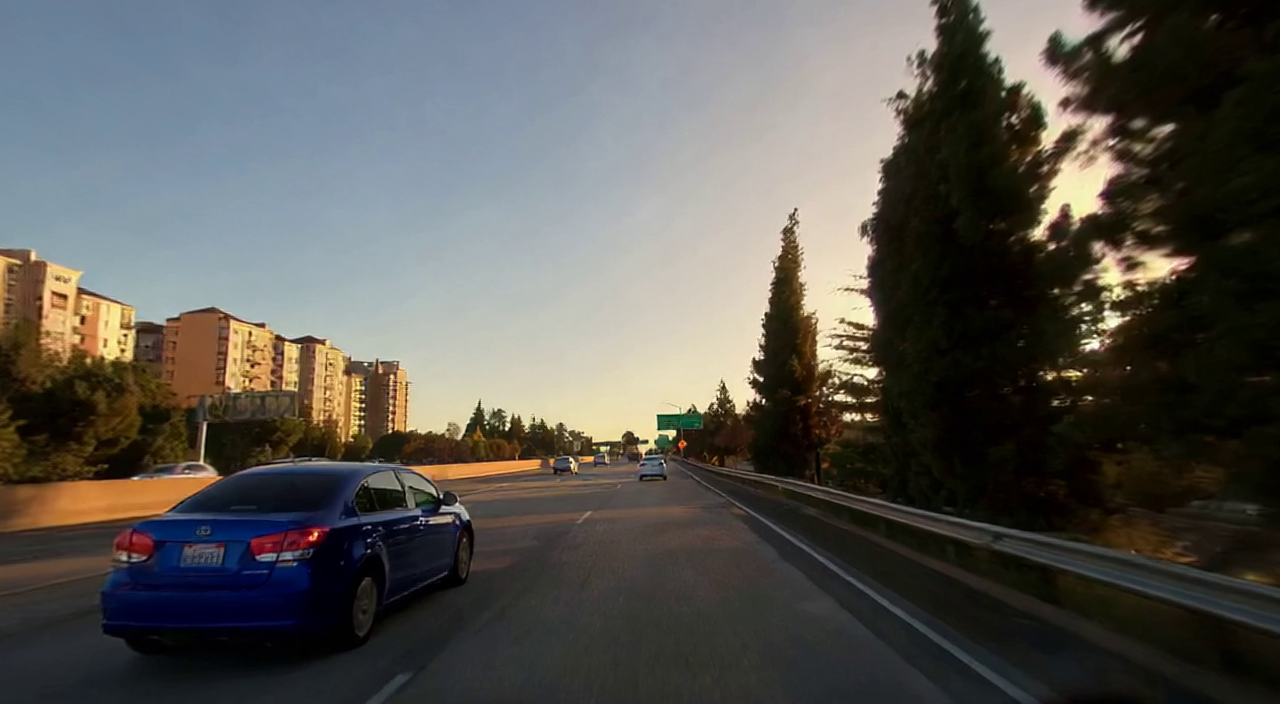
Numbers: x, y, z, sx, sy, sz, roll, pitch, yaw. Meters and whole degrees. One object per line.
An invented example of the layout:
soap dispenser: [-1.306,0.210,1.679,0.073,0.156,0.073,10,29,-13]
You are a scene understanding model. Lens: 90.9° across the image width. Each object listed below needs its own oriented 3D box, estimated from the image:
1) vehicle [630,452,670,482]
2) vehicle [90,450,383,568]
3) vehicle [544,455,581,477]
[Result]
vehicle: [0.547,6.268,34.610,2.051,1.443,3.770,-1,-8,1]
vehicle: [-6.367,2.466,10.753,2.075,1.528,4.327,-1,-8,1]
vehicle: [-5.810,8.593,47.762,2.018,1.519,4.380,-1,-8,3]
